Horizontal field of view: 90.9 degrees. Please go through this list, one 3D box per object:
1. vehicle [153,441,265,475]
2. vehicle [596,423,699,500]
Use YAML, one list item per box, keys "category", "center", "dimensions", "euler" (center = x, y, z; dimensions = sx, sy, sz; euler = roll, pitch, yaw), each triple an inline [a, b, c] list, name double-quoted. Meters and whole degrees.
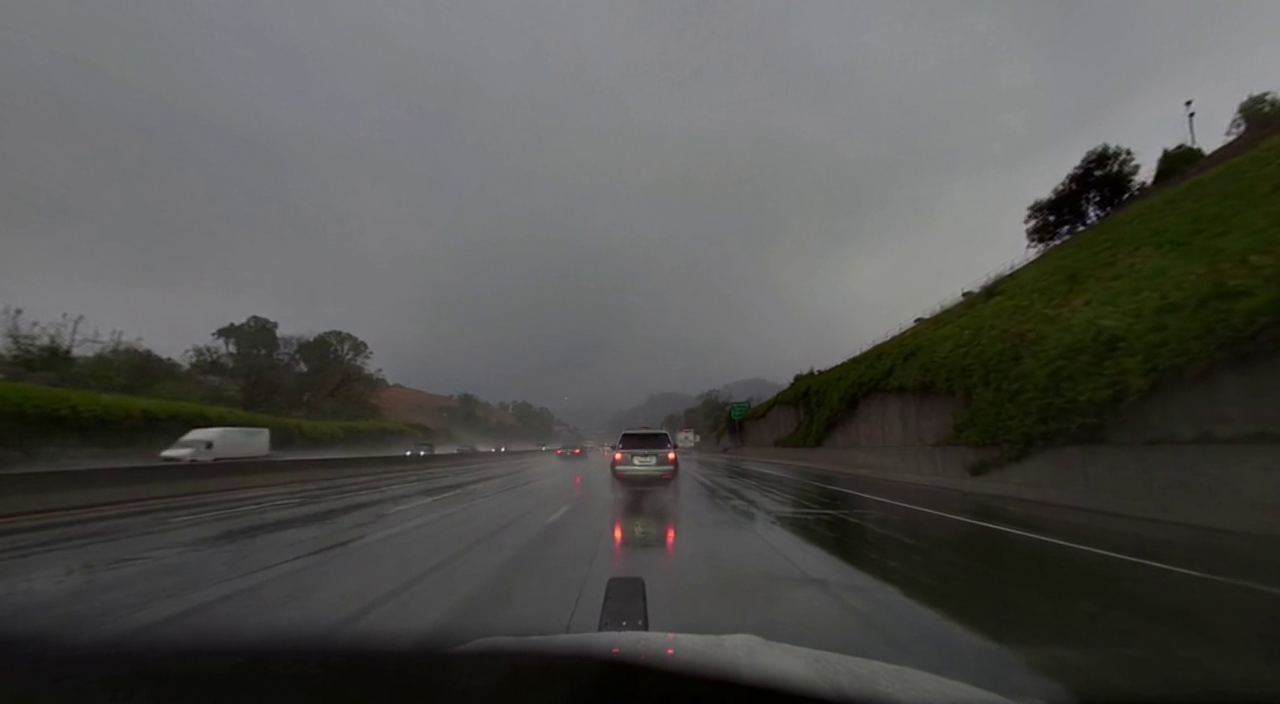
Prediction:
- category: "vehicle"
  center: [-24.236, 5.981, 35.841]
  dimensions: [2.271, 1.728, 5.807]
  euler: [0, -9, 1]
- category: "vehicle"
  center: [0.173, 2.938, 17.223]
  dimensions: [2.447, 1.804, 4.273]
  euler: [0, -9, 0]
